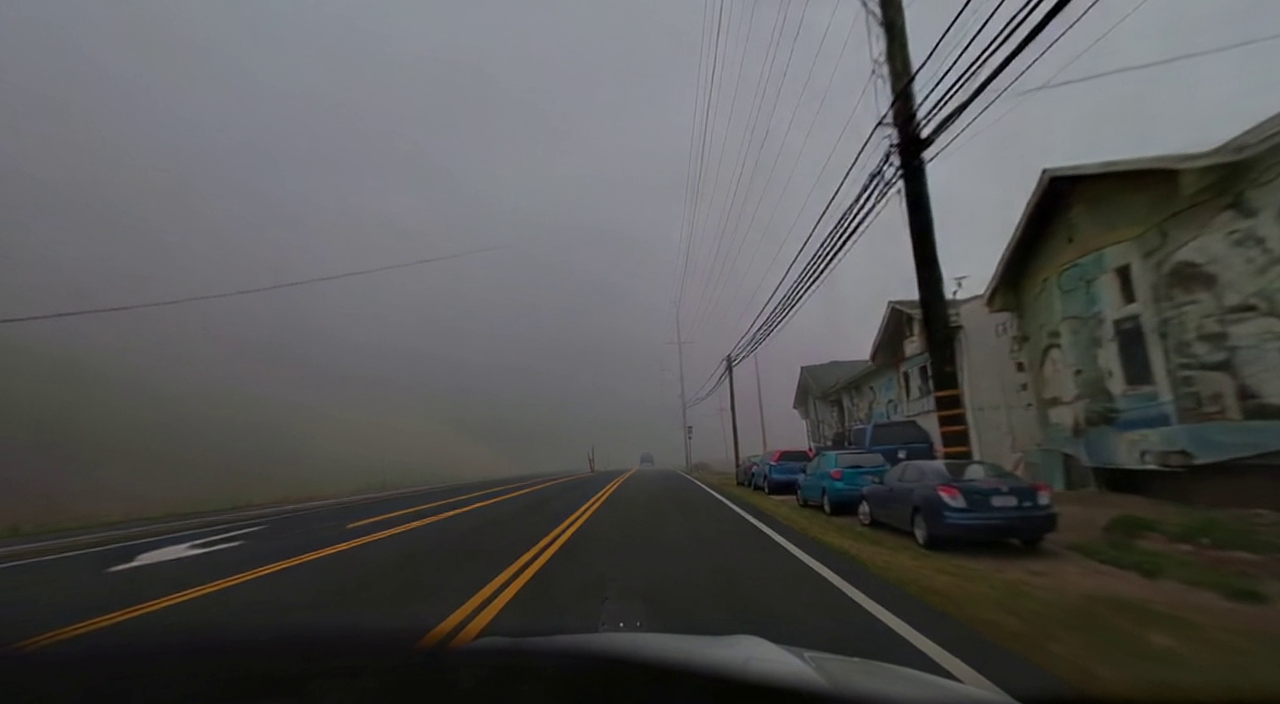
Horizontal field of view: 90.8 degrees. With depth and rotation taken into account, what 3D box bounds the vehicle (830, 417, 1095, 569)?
[{"bbox_3d":[5.239,2.413,11.219,2.072,1.889,4.468,-6,-11,-2],"label":"vehicle"}]
